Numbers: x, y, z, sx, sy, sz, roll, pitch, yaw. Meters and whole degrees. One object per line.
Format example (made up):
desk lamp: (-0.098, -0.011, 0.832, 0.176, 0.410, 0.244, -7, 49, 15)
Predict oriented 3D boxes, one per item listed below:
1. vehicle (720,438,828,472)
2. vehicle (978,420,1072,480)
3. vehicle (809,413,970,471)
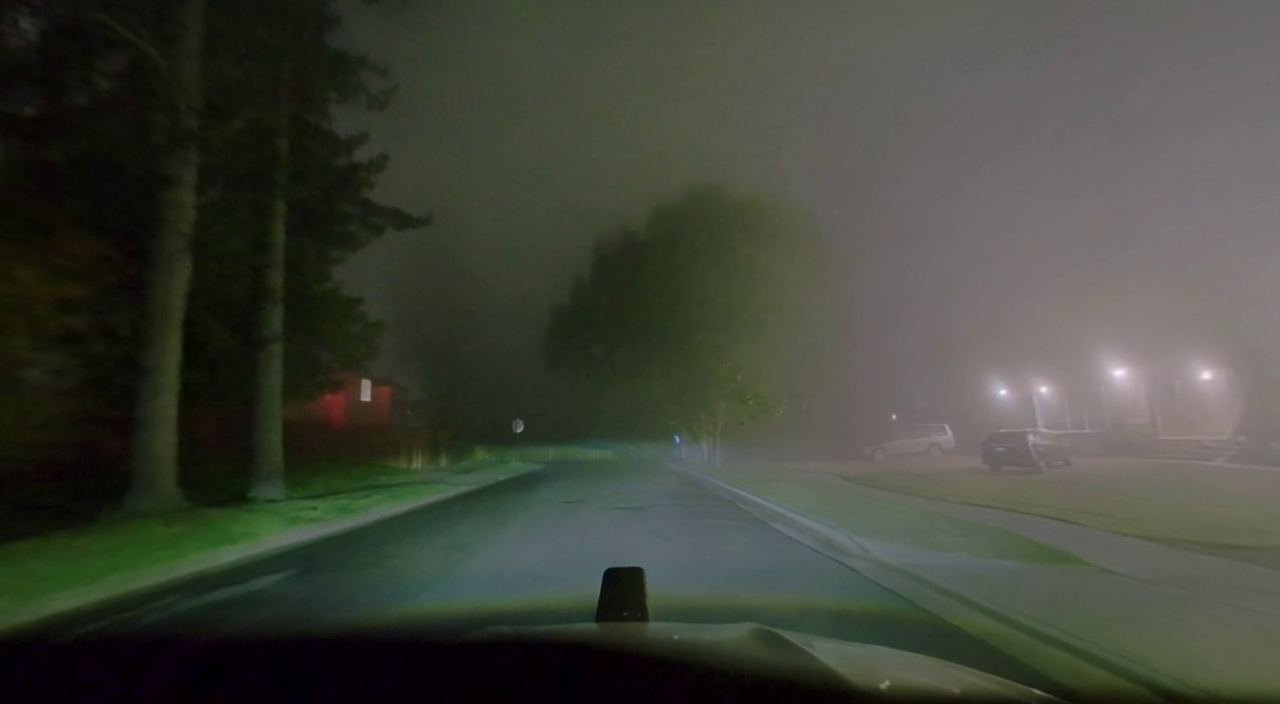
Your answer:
vehicle: (5.734, 4.459, 27.312, 4.229, 1.402, 1.811, 0, -8, 0)
vehicle: (11.424, 2.850, 18.547, 2.004, 1.511, 4.494, -6, -10, 34)
vehicle: (9.575, 3.545, 24.556, 5.239, 1.933, 2.131, -2, -10, -2)
